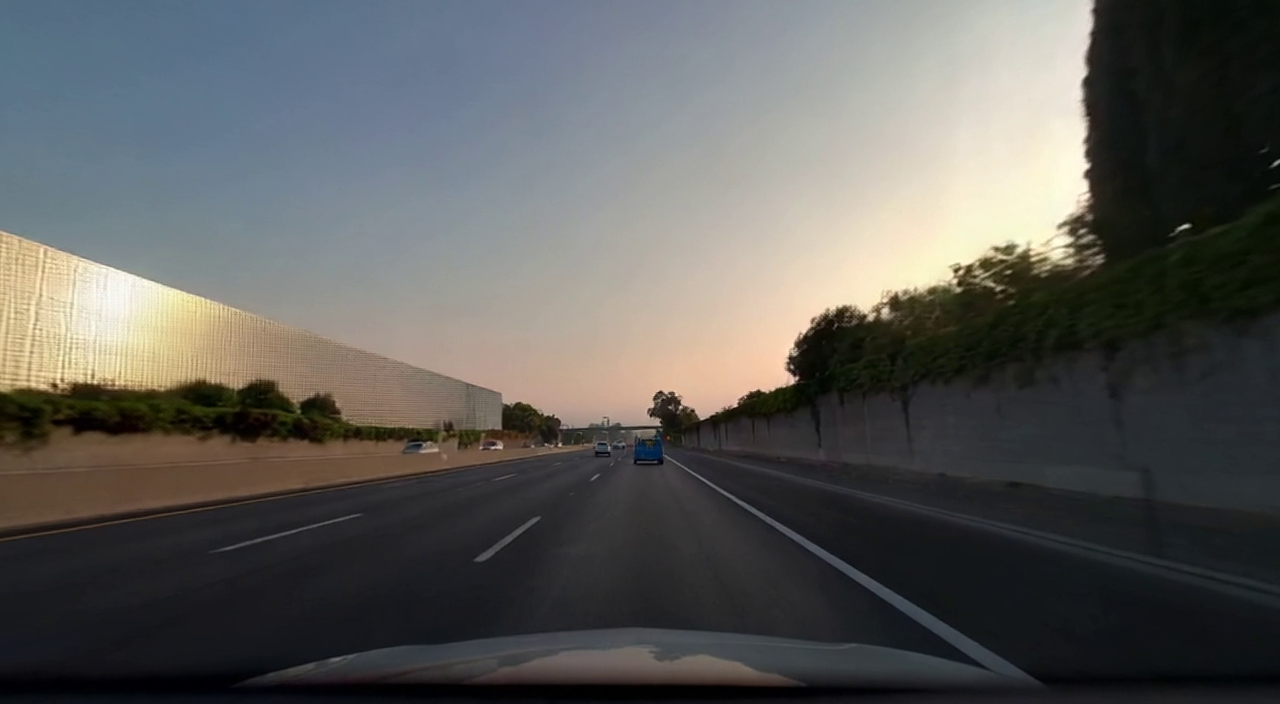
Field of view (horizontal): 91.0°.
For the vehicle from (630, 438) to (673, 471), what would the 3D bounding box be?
[{"bbox_3d":[0.509,5.016,31.017,1.997,1.484,3.409,0,-8,-1],"label":"vehicle"}]
